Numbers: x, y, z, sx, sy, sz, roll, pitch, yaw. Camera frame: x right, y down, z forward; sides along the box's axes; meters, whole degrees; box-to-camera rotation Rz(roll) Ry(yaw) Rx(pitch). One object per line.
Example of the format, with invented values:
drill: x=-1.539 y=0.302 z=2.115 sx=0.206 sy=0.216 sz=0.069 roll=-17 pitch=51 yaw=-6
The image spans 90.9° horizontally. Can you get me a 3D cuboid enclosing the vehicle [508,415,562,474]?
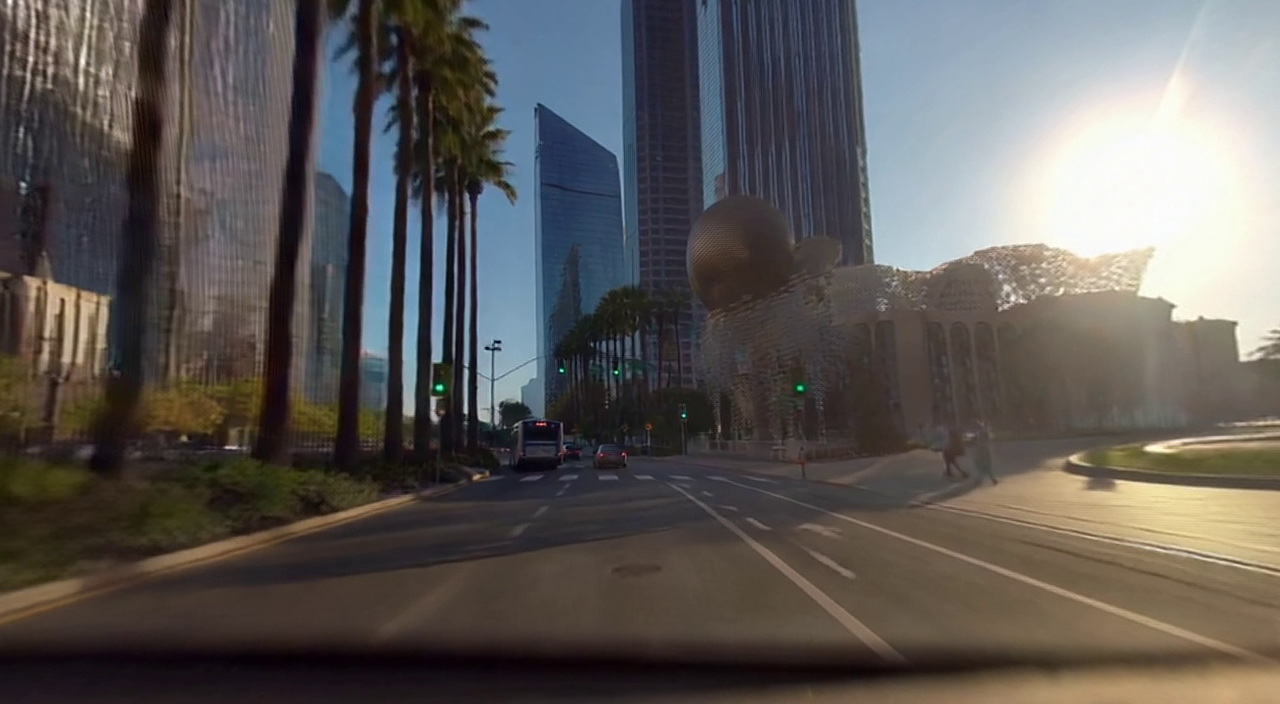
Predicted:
vehicle: x=-5.986 y=5.450 z=37.149 sx=2.678 sy=3.042 sz=8.474 roll=1 pitch=-8 yaw=-7

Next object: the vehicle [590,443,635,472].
vehicle: x=-1.582 y=5.826 z=34.956 sx=2.107 sy=1.481 sz=4.097 roll=1 pitch=-8 yaw=-7
